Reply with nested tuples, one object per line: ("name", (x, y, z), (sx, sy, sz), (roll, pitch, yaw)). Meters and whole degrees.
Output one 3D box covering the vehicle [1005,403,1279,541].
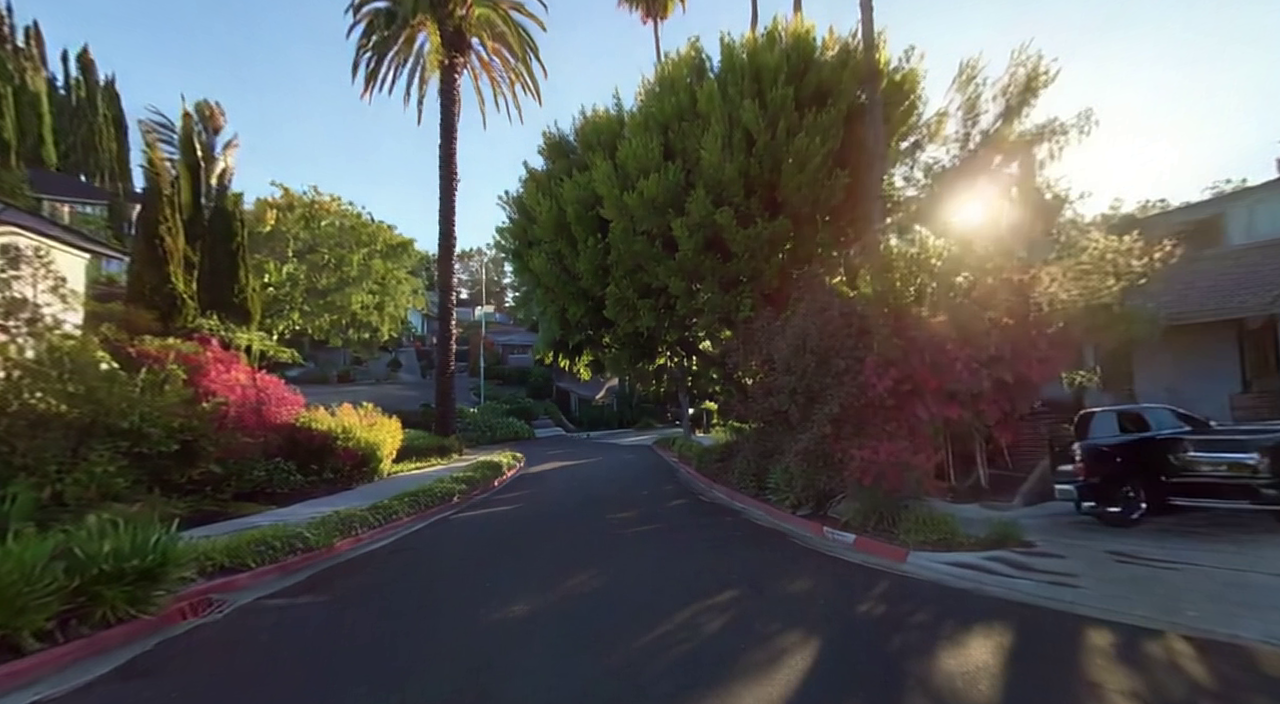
("vehicle", (9.403, 2.043, 10.878), (5.663, 1.913, 2.170), (5, -10, -21))
